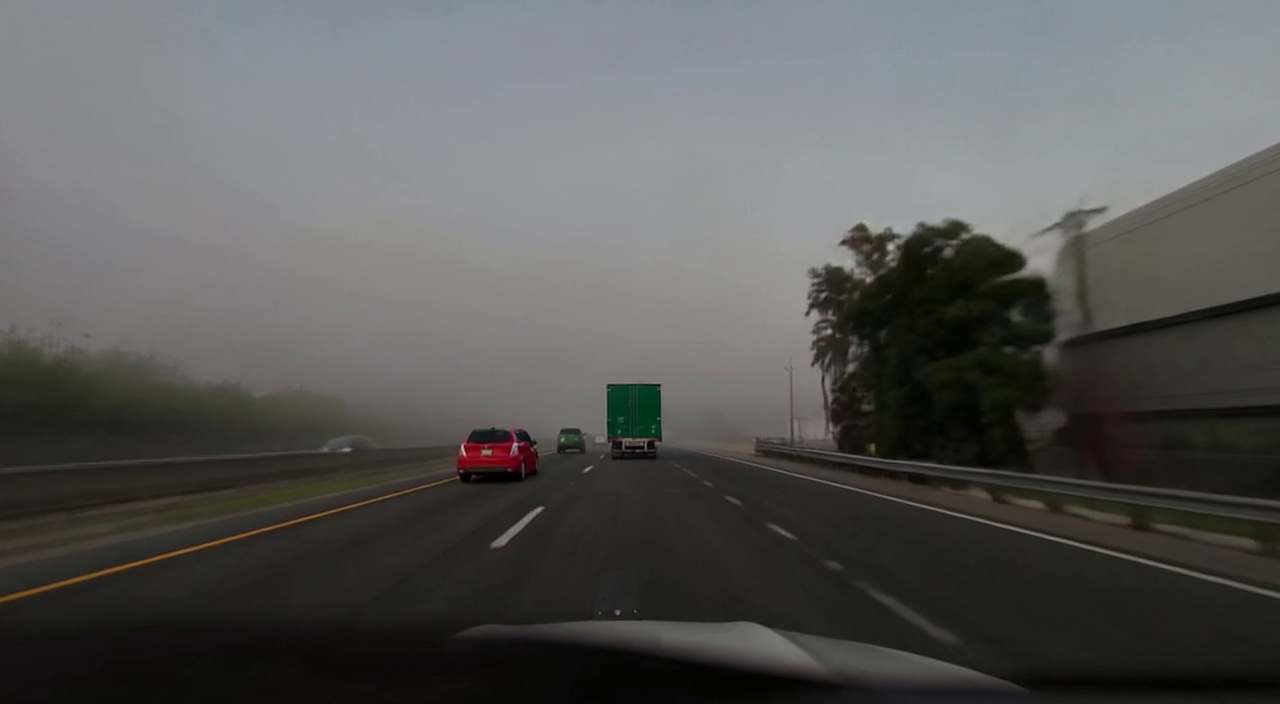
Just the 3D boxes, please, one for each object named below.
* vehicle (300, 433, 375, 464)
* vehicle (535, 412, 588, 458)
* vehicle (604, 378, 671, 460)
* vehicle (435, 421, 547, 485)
[{"bbox_3d":[-17.082,5.465,35.838,2.132,1.644,4.327,0,-8,-1],"label":"vehicle"},{"bbox_3d":[-5.044,5.481,41.516,2.717,2.714,6.997,0,-8,-1],"label":"vehicle"},{"bbox_3d":[-0.259,3.964,36.037,3.259,4.066,9.891,0,-8,-2],"label":"vehicle"},{"bbox_3d":[-4.156,2.913,18.569,2.005,1.602,5.131,0,-8,1],"label":"vehicle"}]
